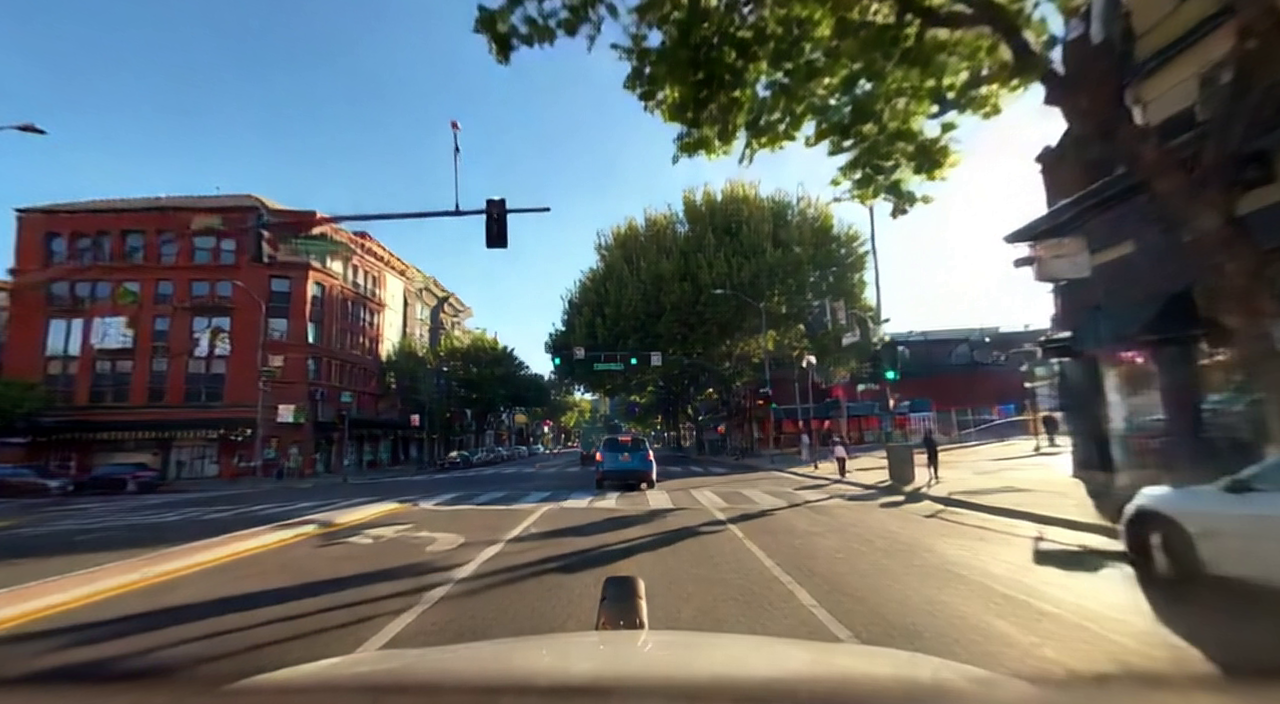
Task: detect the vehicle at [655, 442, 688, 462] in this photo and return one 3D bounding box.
[{"bbox_3d":[2.343,7.687,48.695,2.209,1.478,4.138,0,-8,-2],"label":"vehicle"}]

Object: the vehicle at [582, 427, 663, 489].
[{"bbox_3d":[-0.549,3.465,20.902,2.382,1.796,4.610,0,-8,-1],"label":"vehicle"}]

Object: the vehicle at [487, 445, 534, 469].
[{"bbox_3d":[-8.470,6.904,41.732,2.152,1.468,4.737,0,-8,0],"label":"vehicle"}]

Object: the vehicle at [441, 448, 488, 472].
[{"bbox_3d":[-11.932,7.355,43.147,1.972,1.475,4.381,0,-8,0],"label":"vehicle"}]

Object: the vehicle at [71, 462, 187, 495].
[{"bbox_3d":[-26.139,6.467,32.398,4.317,1.524,1.809,0,-8,-1],"label":"vehicle"}]

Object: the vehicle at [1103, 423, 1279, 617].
[{"bbox_3d":[6.052,1.272,4.653,1.986,1.515,4.265,0,-8,-1],"label":"vehicle"}]
